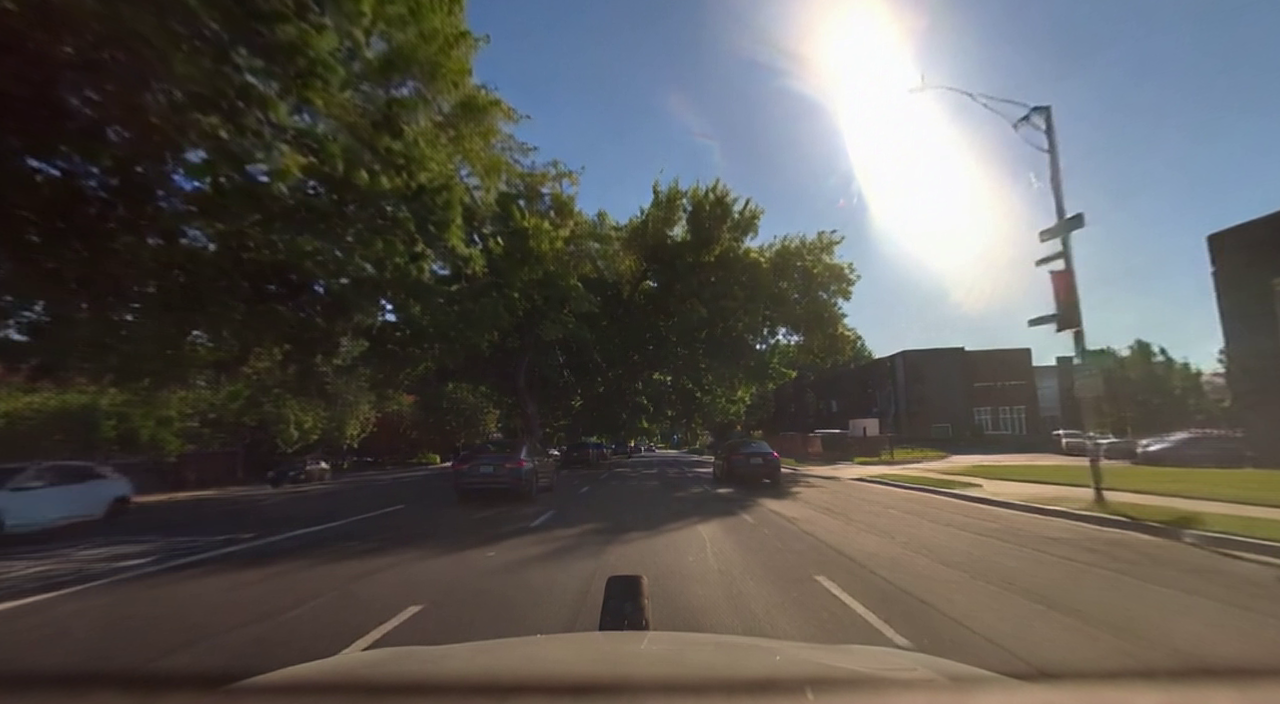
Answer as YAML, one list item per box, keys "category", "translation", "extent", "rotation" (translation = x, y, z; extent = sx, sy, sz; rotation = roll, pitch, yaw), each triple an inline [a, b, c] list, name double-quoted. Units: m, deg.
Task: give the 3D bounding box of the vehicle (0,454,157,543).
- category: "vehicle"
  translation: [-12.457, 2.879, 12.760]
  extent: [1.868, 1.522, 4.326]
  rotation: [0, -8, 1]

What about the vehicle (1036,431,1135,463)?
- category: "vehicle"
  translation: [24.089, 5.138, 34.295]
  extent: [1.754, 1.461, 4.491]
  rotation: [-3, -8, -6]

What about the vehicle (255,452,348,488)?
- category: "vehicle"
  translation: [-19.186, 6.653, 36.043]
  extent: [2.240, 1.805, 5.313]
  rotation: [0, -8, 2]

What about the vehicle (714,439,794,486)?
- category: "vehicle"
  translation: [3.867, 3.836, 22.214]
  extent: [2.010, 1.486, 4.498]
  rotation: [0, -8, 0]

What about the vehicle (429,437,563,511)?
- category: "vehicle"
  translation: [-3.192, 2.805, 15.017]
  extent: [2.053, 1.480, 4.381]
  rotation: [0, -8, 1]

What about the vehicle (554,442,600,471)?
- category: "vehicle"
  translation: [-3.451, 5.858, 35.487]
  extent: [1.988, 1.497, 4.404]
  rotation: [0, -8, 2]

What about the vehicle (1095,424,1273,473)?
- category: "vehicle"
  translation: [18.060, 3.260, 21.281]
  extent: [1.843, 1.484, 4.526]
  rotation: [0, -9, -2]
